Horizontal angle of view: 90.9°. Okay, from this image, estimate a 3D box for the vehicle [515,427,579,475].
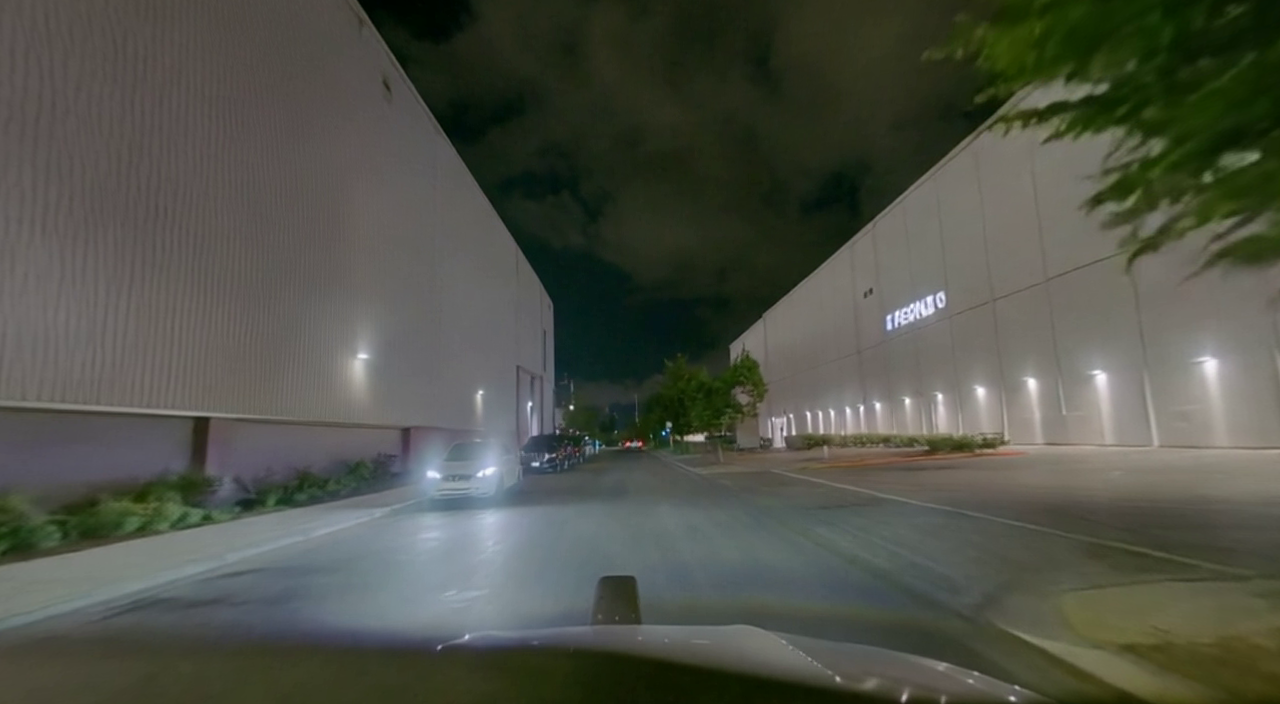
[{"bbox_3d":[-4.142,4.567,28.799,2.161,1.843,5.181,-4,-10,-1],"label":"vehicle"}]

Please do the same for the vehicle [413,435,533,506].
[{"bbox_3d":[-4.263,3.105,16.833,2.040,1.501,4.440,-4,-9,-1],"label":"vehicle"}]
